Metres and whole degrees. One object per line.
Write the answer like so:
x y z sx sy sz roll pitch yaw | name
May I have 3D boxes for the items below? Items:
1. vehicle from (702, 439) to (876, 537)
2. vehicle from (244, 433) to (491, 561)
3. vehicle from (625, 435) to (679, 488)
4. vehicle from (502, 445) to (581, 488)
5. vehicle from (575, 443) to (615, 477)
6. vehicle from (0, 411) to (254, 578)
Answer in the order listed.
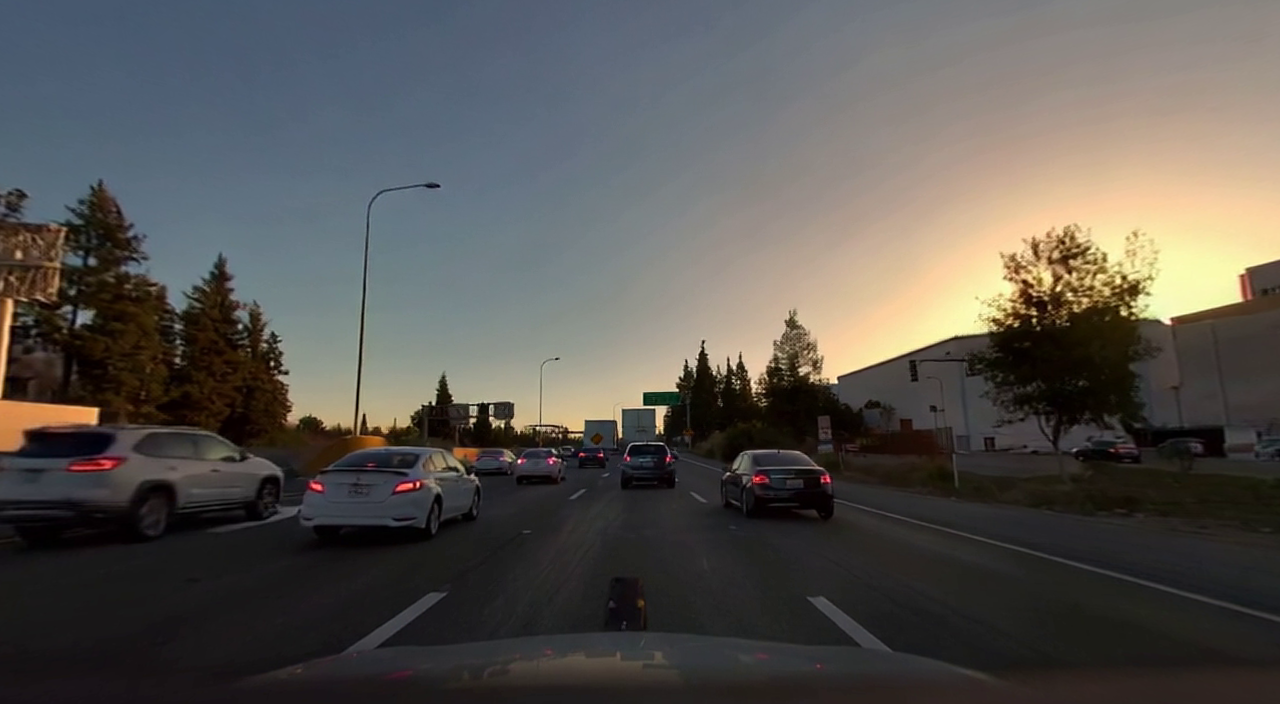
2.506 2.417 11.929 2.018 1.470 4.491 0 -9 -3 | vehicle
-3.740 2.048 9.630 1.883 1.500 4.161 0 -9 0 | vehicle
0.338 3.429 19.904 1.537 1.507 3.424 0 -9 0 | vehicle
-3.611 4.283 23.998 2.132 1.464 4.481 0 -9 2 | vehicle
-2.363 5.501 32.283 1.937 1.601 3.798 1 -9 -6 | vehicle
-7.645 1.778 8.581 2.065 1.692 4.475 0 -9 -3 | vehicle
